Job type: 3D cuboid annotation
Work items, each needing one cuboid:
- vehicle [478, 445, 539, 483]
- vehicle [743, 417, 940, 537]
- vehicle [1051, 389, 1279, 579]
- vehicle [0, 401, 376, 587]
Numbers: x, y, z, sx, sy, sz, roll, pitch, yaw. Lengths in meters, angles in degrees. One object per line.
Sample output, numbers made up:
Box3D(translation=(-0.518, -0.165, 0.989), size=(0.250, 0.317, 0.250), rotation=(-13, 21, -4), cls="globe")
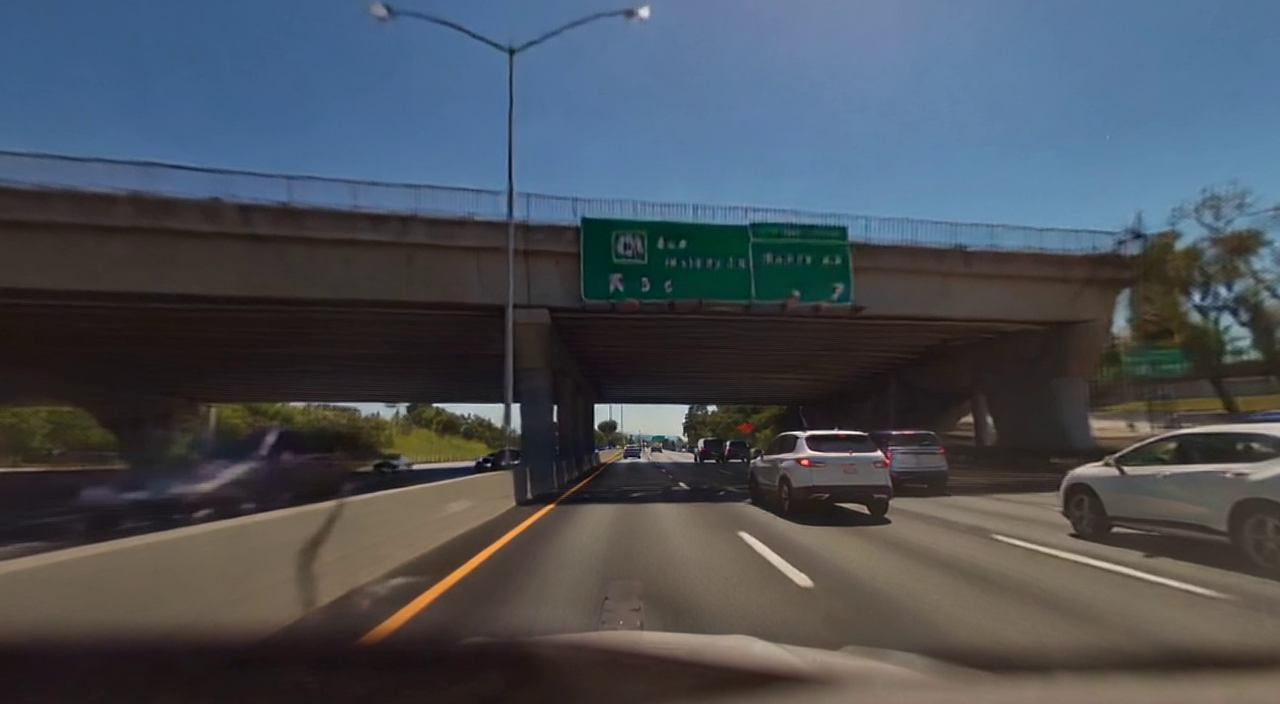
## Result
Box3D(translation=(-5.725, 4.919, 27.943), size=(1.888, 1.532, 3.906), rotation=(0, -9, 0), cls="vehicle")
Box3D(translation=(3.254, 2.120, 11.307), size=(2.059, 1.711, 4.302), rotation=(0, -9, 0), cls="vehicle")
Box3D(translation=(7.146, 1.375, 6.784), size=(2.040, 1.801, 4.959), rotation=(0, -9, -1), cls="vehicle")
Box3D(translation=(-5.632, 1.762, 8.667), size=(2.048, 1.838, 4.587), rotation=(0, -9, -1), cls="vehicle")
